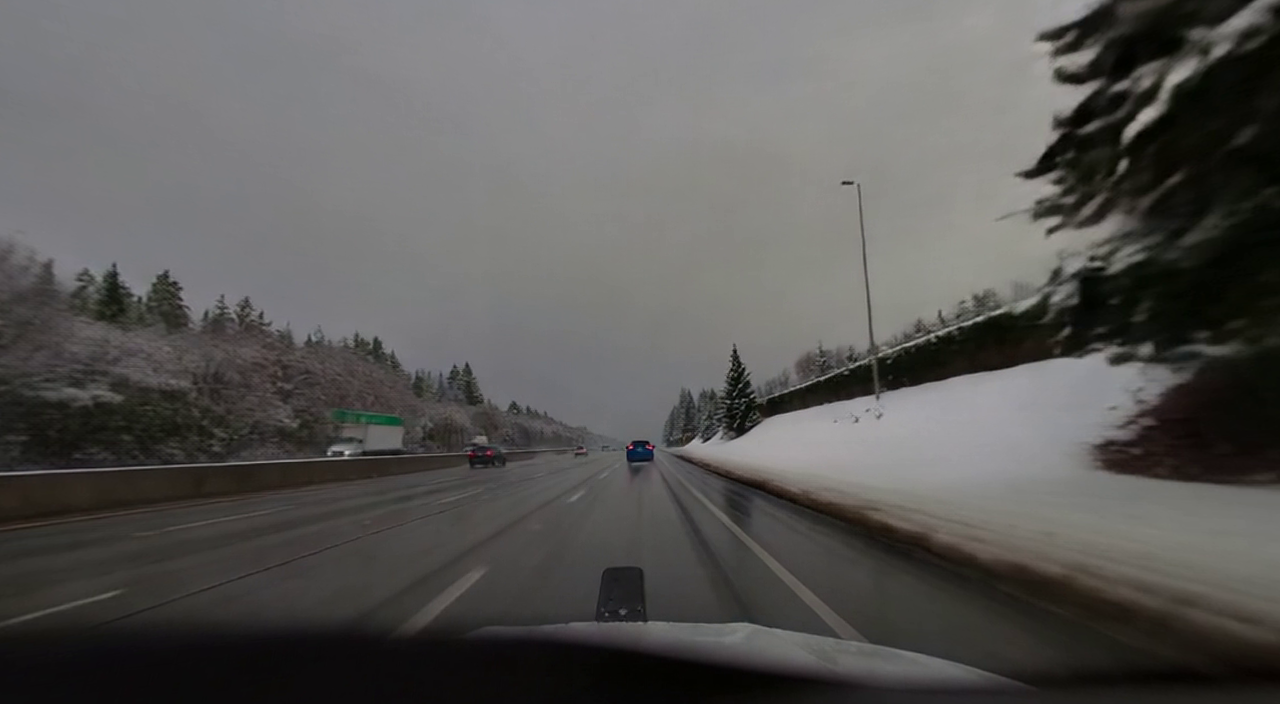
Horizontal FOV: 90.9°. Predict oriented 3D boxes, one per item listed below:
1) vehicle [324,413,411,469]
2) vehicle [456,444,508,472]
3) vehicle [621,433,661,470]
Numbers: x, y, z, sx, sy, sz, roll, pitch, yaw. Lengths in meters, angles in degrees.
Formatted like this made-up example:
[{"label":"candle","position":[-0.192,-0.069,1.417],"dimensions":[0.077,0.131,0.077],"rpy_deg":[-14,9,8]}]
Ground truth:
[{"label":"vehicle","position":[-14.128,4.700,33.059],"dimensions":[2.499,2.625,4.804],"rpy_deg":[-1,-9,-2]},{"label":"vehicle","position":[-10.182,6.847,41.034],"dimensions":[2.037,1.661,4.885],"rpy_deg":[0,-8,1]},{"label":"vehicle","position":[0.071,6.169,39.348],"dimensions":[2.318,2.145,4.561],"rpy_deg":[0,-8,0]}]
